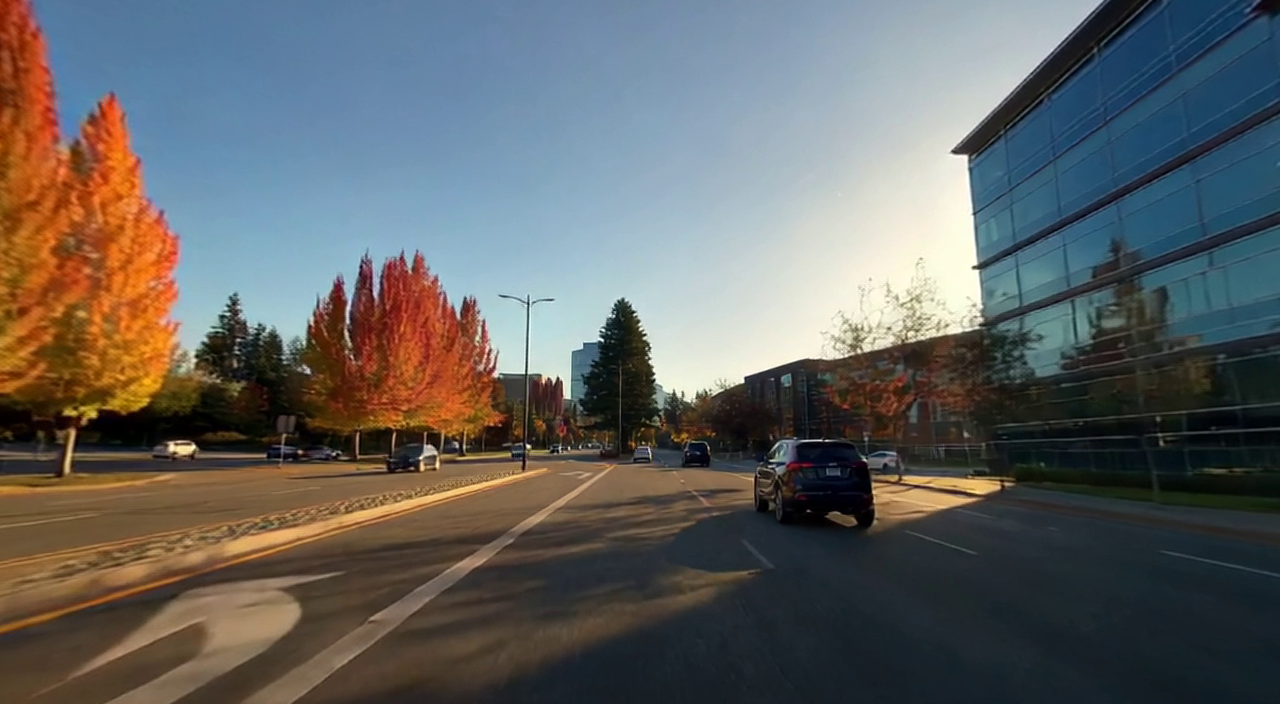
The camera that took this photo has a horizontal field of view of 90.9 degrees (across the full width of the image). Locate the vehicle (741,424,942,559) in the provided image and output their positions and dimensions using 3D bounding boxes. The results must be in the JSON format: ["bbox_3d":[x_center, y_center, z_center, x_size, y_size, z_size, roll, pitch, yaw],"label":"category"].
[{"bbox_3d":[2.839,2.030,9.912,1.901,1.634,3.896,1,-8,0],"label":"vehicle"}]

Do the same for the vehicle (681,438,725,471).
[{"bbox_3d":[3.791,6.217,38.535,2.154,1.844,4.634,2,-8,-1],"label":"vehicle"}]

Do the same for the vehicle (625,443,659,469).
[{"bbox_3d":[0.097,6.422,39.082,1.991,1.477,3.814,-1,-8,0],"label":"vehicle"}]

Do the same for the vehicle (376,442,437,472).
[{"bbox_3d":[-14.662,6.602,39.859,2.064,1.697,4.381,-1,-8,1],"label":"vehicle"}]
